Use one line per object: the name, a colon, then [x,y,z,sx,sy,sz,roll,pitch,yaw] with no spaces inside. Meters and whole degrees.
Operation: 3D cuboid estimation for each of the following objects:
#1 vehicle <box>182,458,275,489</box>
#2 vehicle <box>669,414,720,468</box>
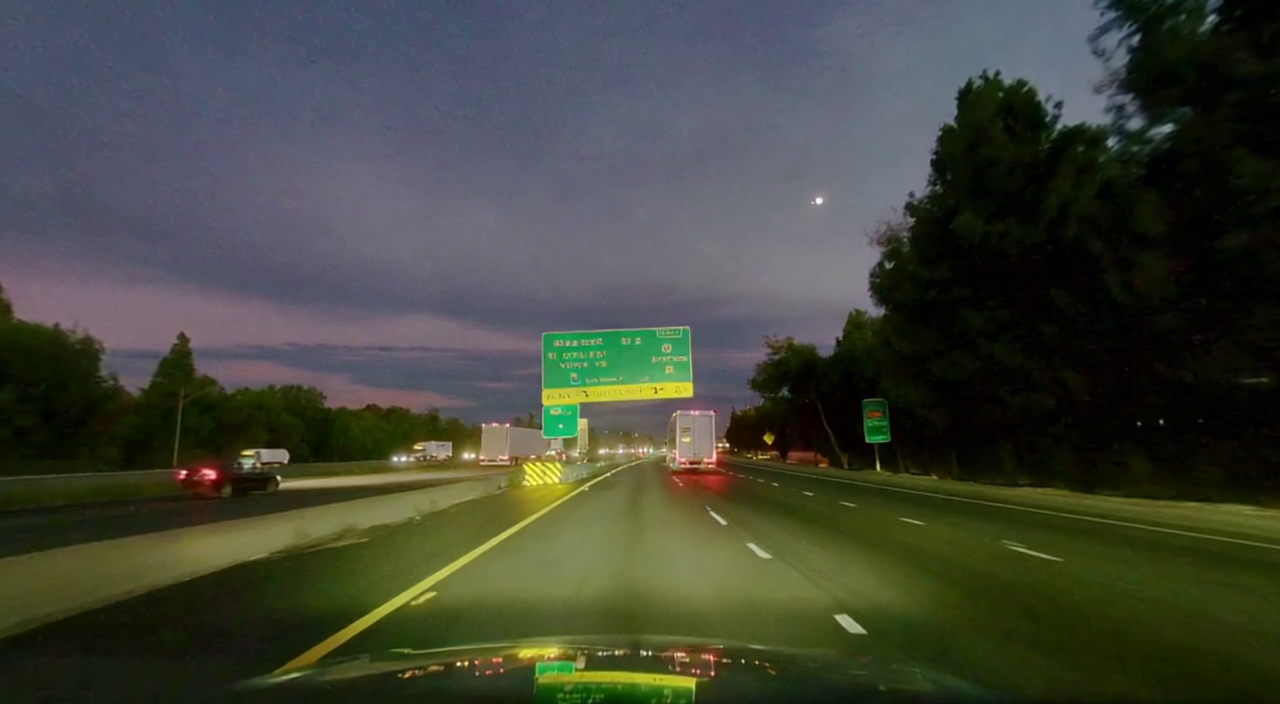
vehicle: [-21.195,6.239,32.703,1.833,1.438,4.011,-1,-9,5]
vehicle: [4.015,7.100,49.474,2.928,3.595,13.975,0,-9,1]
